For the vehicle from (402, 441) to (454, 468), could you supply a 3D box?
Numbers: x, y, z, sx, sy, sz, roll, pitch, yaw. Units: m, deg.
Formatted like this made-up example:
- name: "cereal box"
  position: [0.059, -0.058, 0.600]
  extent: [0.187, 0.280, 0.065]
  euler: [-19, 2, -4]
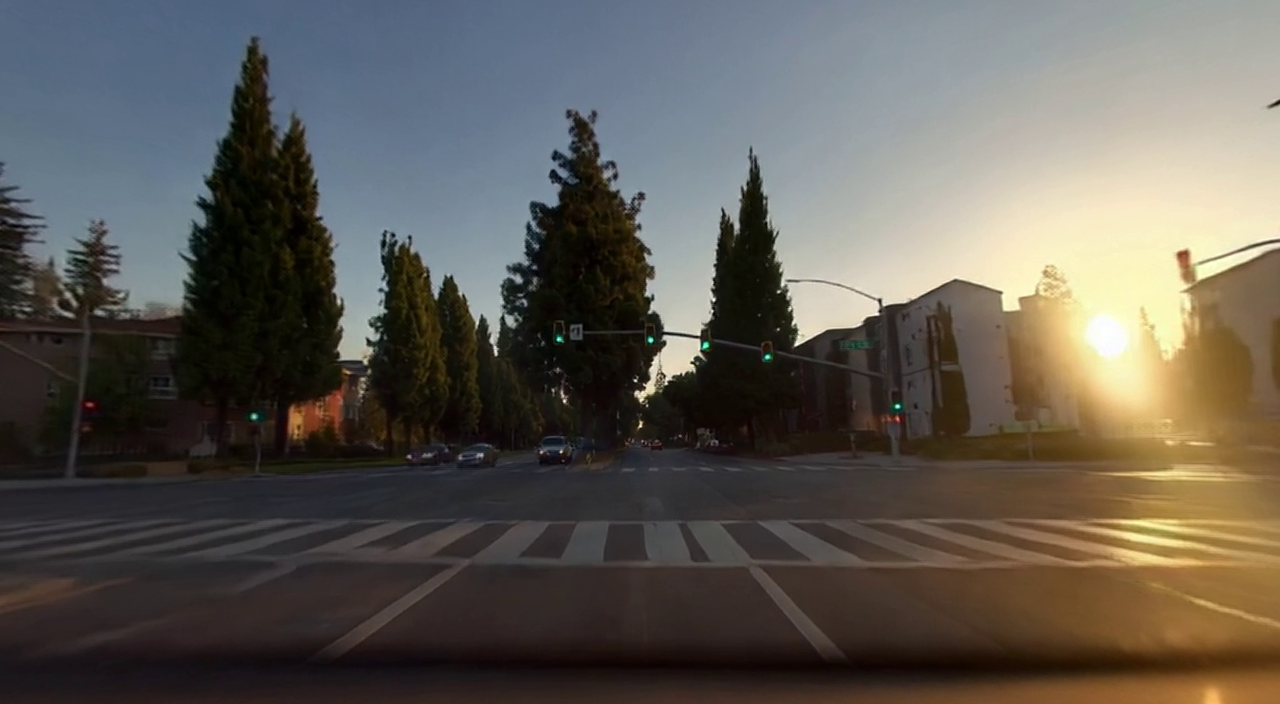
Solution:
- name: "vehicle"
  position: [-15.793, 7.659, 47.369]
  extent: [2.164, 1.920, 4.896]
  euler: [0, -8, 0]

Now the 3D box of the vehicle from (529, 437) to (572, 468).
- name: "vehicle"
  position: [-5.561, 6.318, 39.769]
  extent: [2.098, 1.789, 4.338]
  euler: [0, -8, -1]

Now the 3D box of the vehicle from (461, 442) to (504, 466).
- name: "vehicle"
  position: [-11.958, 7.761, 48.277]
  extent: [2.041, 1.654, 4.605]
  euler: [0, -8, 0]
